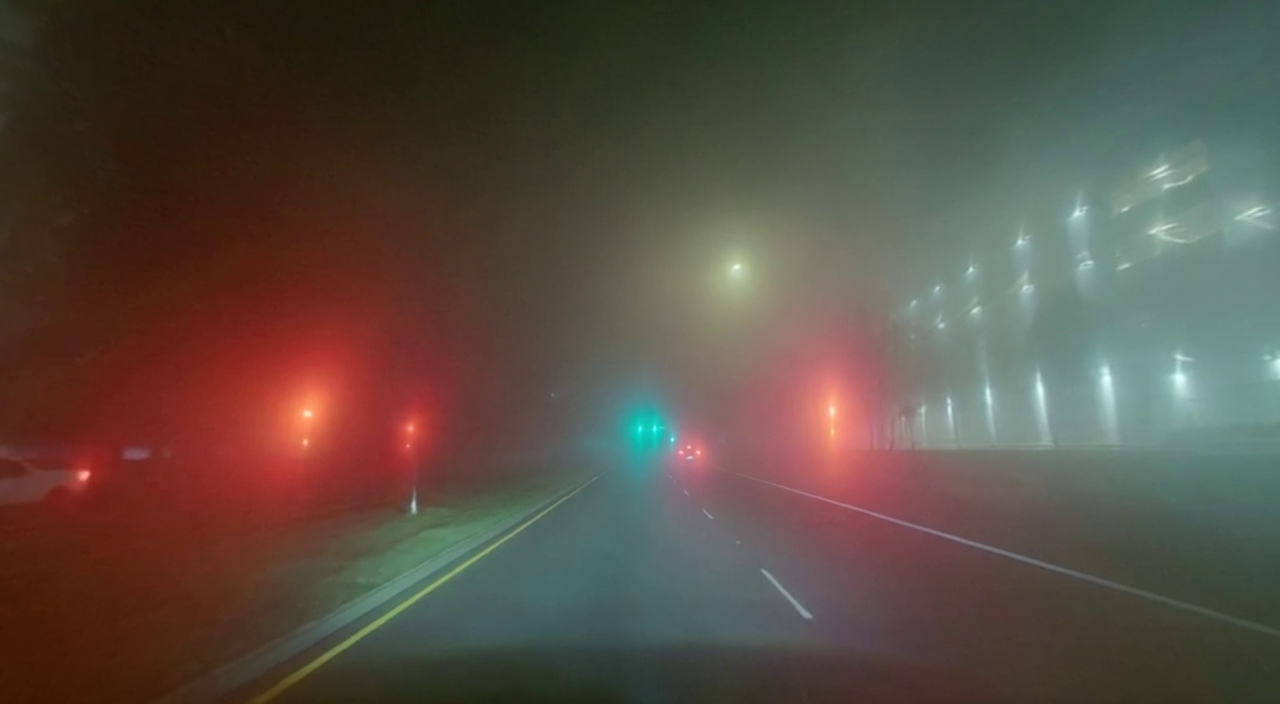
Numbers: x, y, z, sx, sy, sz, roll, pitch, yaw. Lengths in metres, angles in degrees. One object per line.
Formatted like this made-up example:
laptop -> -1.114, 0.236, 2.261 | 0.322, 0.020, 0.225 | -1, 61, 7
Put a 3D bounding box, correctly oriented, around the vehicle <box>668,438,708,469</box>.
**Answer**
vehicle -> 3.002, 6.509, 40.566 | 2.085, 1.828, 5.383 | 0, -8, -1
